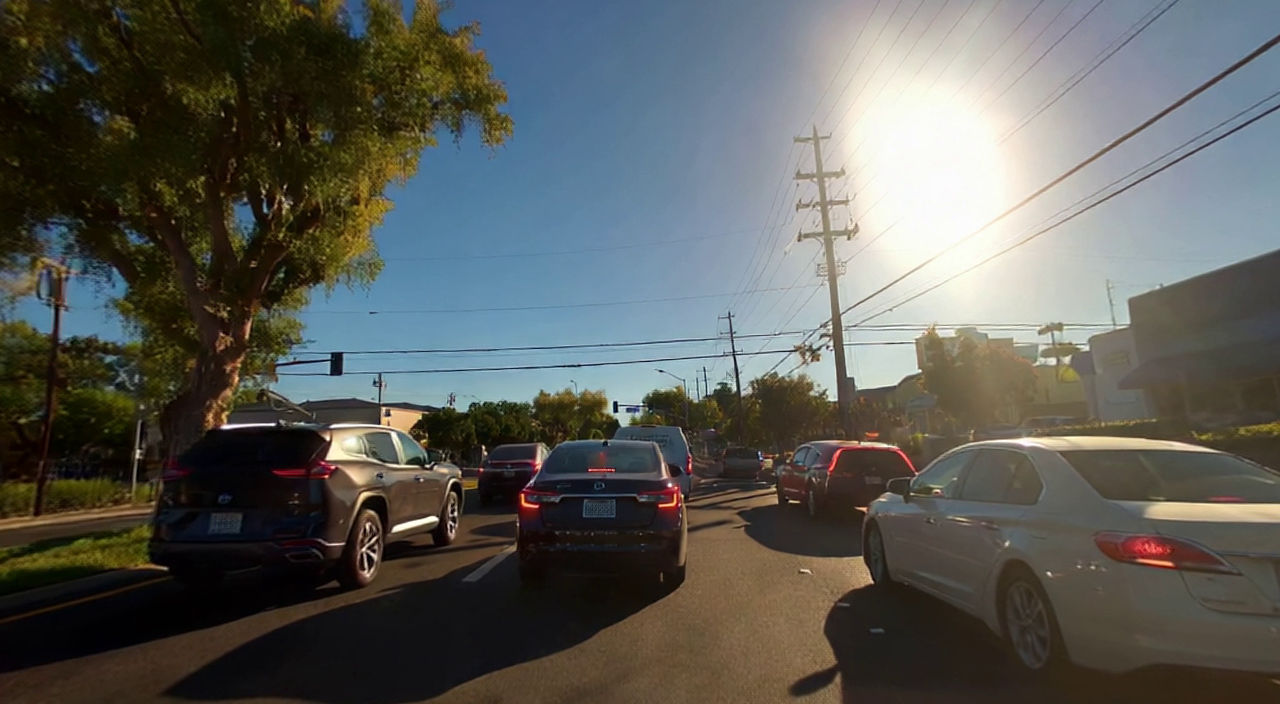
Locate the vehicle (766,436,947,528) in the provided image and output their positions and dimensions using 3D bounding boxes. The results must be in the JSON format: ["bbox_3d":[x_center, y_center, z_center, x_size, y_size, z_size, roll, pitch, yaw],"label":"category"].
[{"bbox_3d":[3.932,2.428,12.412,1.909,1.473,4.361,0,-9,-1],"label":"vehicle"}]

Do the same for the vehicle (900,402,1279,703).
[{"bbox_3d":[3.664,1.188,4.167,1.929,1.479,4.723,0,-9,1],"label":"vehicle"}]

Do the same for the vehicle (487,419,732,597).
[{"bbox_3d":[-0.320,1.631,7.406,2.097,1.511,3.809,0,-9,-2],"label":"vehicle"}]

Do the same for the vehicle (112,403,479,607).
[{"bbox_3d":[-3.435,1.602,7.500,1.979,1.697,4.254,0,-9,-1],"label":"vehicle"}]

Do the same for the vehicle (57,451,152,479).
[{"bbox_3d":[-37.030,7.830,43.742,4.683,1.833,2.078,0,-9,2],"label":"vehicle"}]
